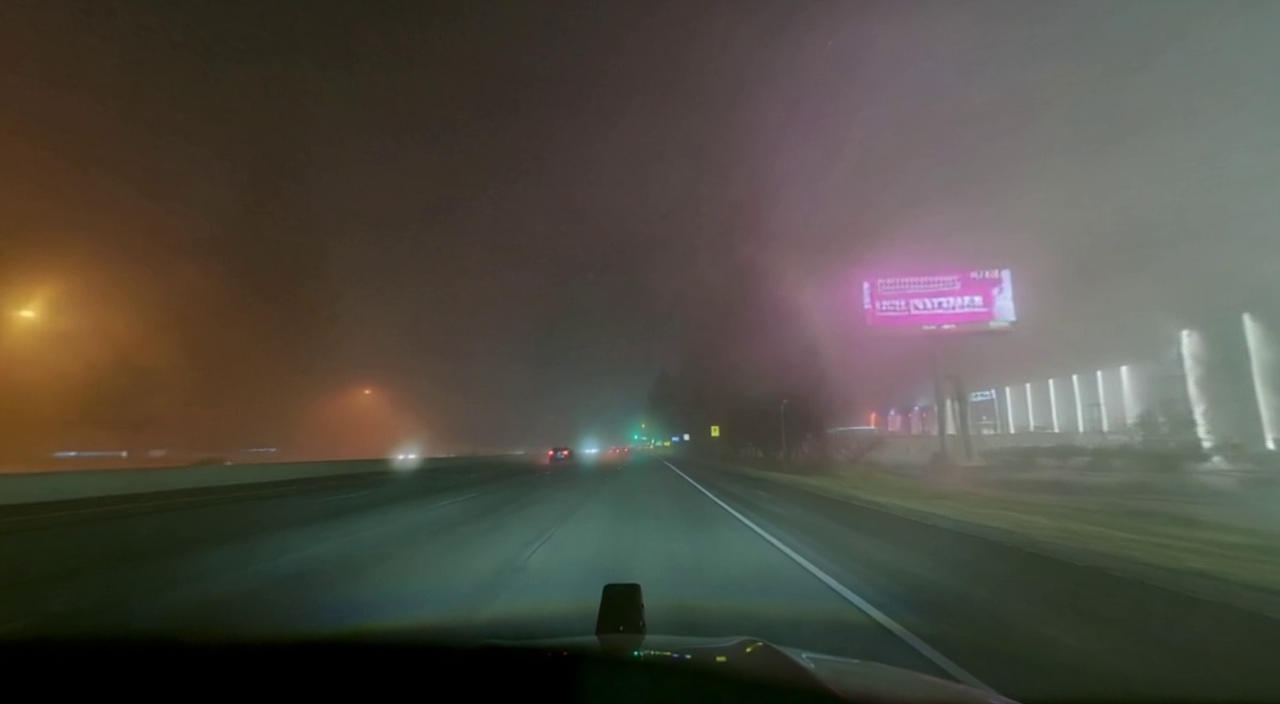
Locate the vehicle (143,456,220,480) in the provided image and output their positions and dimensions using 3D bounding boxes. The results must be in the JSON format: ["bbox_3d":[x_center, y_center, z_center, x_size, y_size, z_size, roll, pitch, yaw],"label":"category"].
[{"bbox_3d":[-31.109,7.847,42.948,1.847,1.448,4.430,0,-8,1],"label":"vehicle"}]
